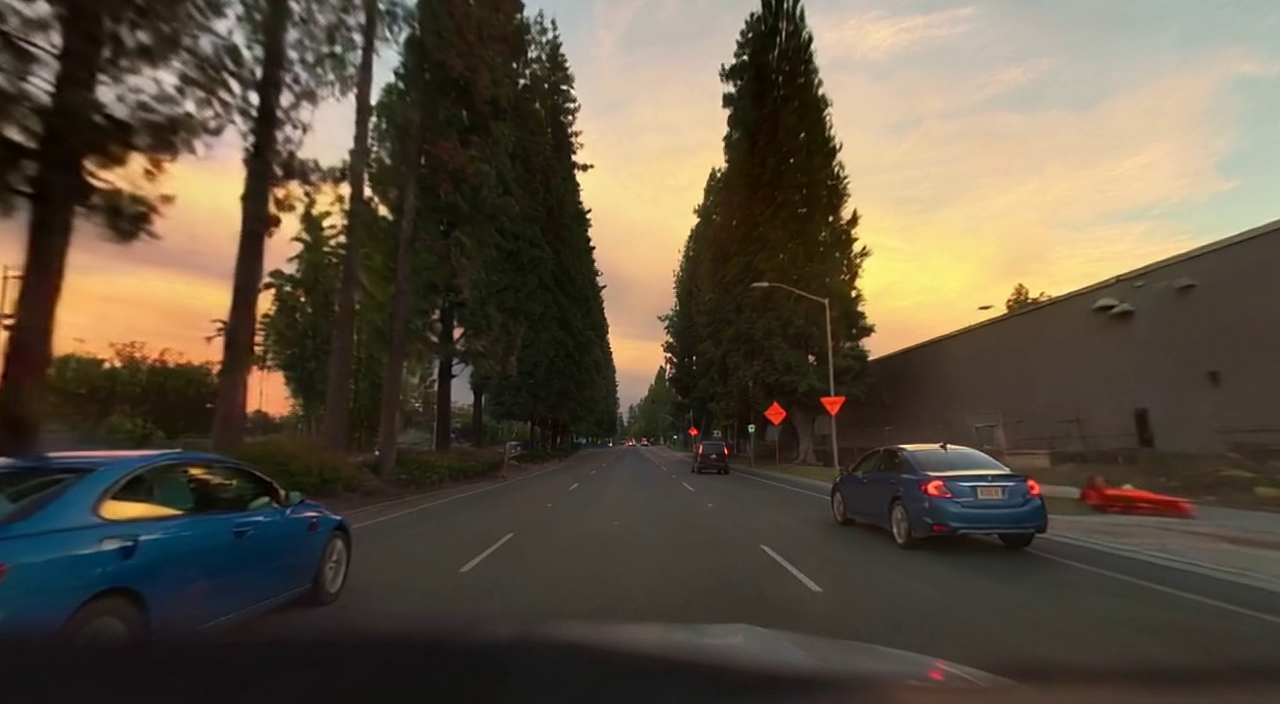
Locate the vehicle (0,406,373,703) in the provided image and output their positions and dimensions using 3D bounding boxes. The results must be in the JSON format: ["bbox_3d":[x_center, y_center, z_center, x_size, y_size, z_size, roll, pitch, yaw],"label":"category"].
[{"bbox_3d":[-3.521,1.171,3.863,2.020,1.474,4.098,0,-9,-1],"label":"vehicle"}]

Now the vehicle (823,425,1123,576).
[{"bbox_3d":[3.906,1.777,8.287,1.827,1.491,3.743,0,-9,-1],"label":"vehicle"}]

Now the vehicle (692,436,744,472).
[{"bbox_3d":[4.109,5.479,34.077,2.159,1.793,4.735,0,-9,-1],"label":"vehicle"}]
